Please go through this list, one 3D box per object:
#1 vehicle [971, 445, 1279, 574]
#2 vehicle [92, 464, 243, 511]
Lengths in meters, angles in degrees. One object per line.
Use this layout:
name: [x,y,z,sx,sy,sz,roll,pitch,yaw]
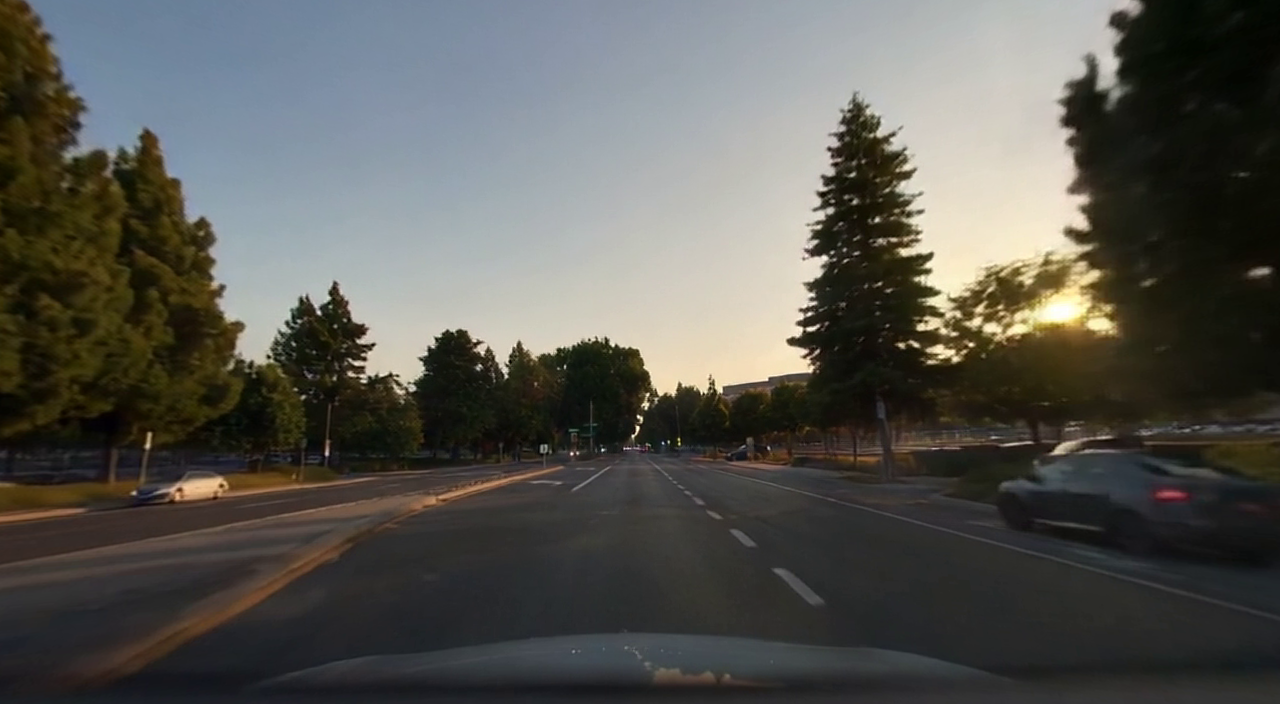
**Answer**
vehicle: [7.271,2.168,9.584,1.961,1.465,4.468,0,-9,-2]
vehicle: [-17.626,5.046,23.964,1.961,1.437,4.867,0,-9,0]
